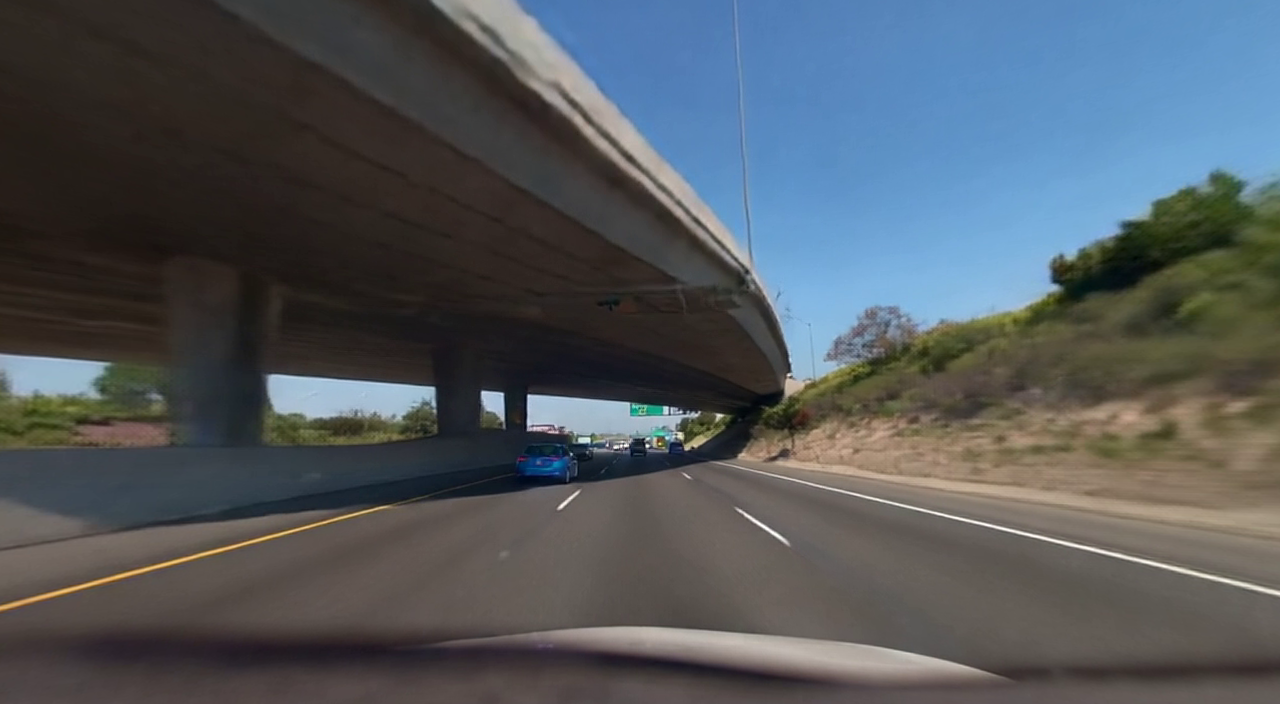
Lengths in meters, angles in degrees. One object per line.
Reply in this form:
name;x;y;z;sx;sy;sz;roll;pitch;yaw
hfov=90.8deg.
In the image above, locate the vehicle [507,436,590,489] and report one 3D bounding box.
vehicle;-2.951;3.675;21.370;2.029;1.557;4.570;0;-8;1
